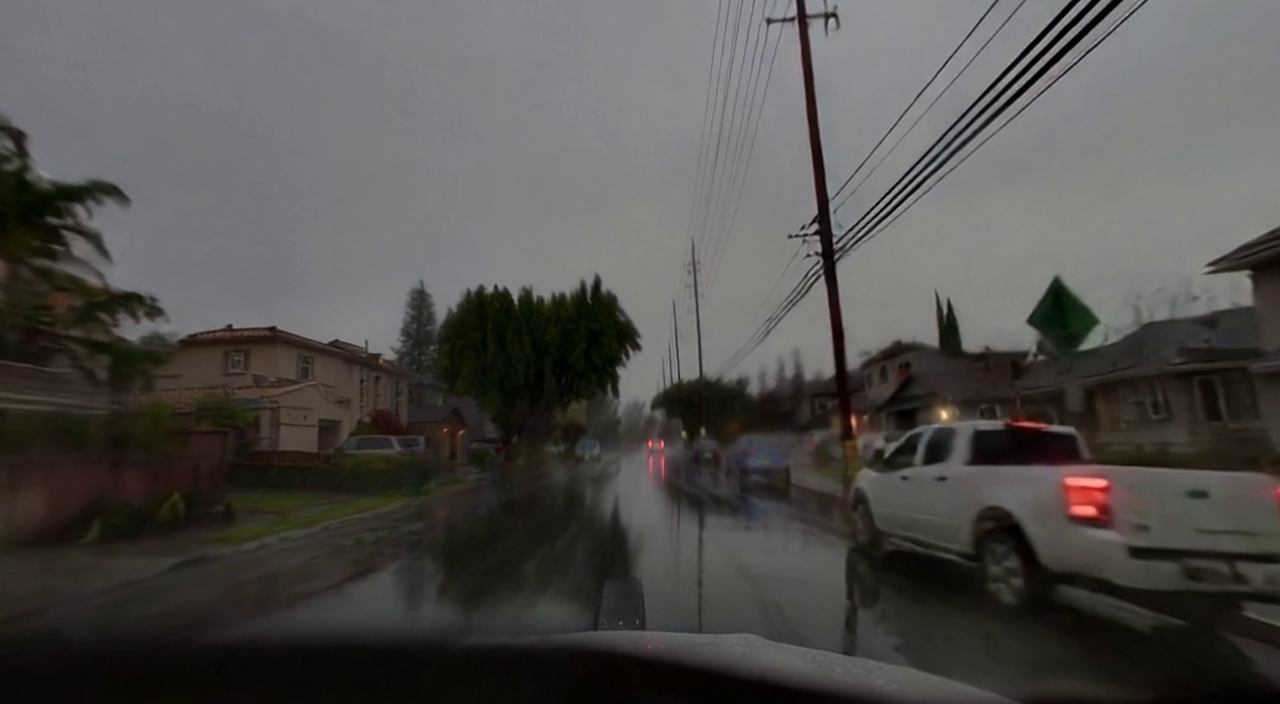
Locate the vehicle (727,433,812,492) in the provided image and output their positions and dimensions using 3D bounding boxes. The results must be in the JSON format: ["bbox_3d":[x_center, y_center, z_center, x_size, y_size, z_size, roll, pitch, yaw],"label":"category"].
[{"bbox_3d":[4.267,3.720,21.656,2.066,1.753,4.877,-1,-8,2],"label":"vehicle"}]

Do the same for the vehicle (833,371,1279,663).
[{"bbox_3d":[3.894,1.400,6.522,2.280,1.820,5.001,0,-8,1],"label":"vehicle"}]

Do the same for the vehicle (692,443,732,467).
[{"bbox_3d":[4.581,6.632,40.775,2.031,1.471,4.328,0,-8,-1],"label":"vehicle"}]

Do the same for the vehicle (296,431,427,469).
[{"bbox_3d":[-12.259,4.346,28.069,4.792,1.521,2.077,1,-8,1],"label":"vehicle"}]
